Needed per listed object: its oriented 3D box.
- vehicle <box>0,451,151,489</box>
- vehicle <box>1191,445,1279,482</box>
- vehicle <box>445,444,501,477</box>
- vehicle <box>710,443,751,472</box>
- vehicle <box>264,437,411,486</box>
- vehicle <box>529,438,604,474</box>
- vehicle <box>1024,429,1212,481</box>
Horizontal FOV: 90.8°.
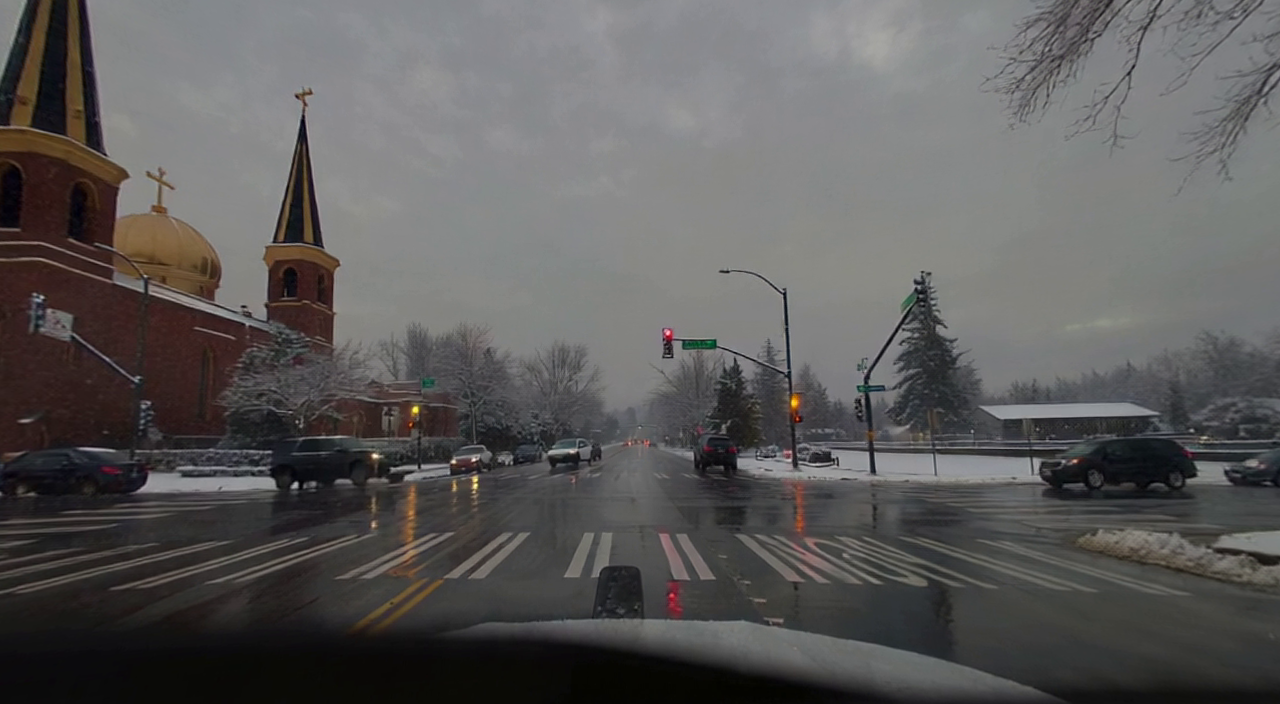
[{"bbox_3d":[-23.338,4.877,26.245,4.479,1.476,1.873,0,-8,2],"label":"vehicle"},{"bbox_3d":[26.402,4.674,26.642,4.561,1.475,1.850,0,-8,0],"label":"vehicle"},{"bbox_3d":[-10.181,6.612,38.942,2.076,1.876,4.669,0,-8,1],"label":"vehicle"},{"bbox_3d":[5.880,6.859,41.482,1.969,1.776,4.329,0,-8,-2],"label":"vehicle"},{"bbox_3d":[-11.380,4.137,24.084,4.567,1.724,2.051,1,-9,-9],"label":"vehicle"},{"bbox_3d":[-3.649,5.298,32.402,2.223,1.692,4.688,-2,-9,15],"label":"vehicle"},{"bbox_3d":[19.897,4.315,26.553,5.852,2.057,2.361,0,-8,1],"label":"vehicle"}]
